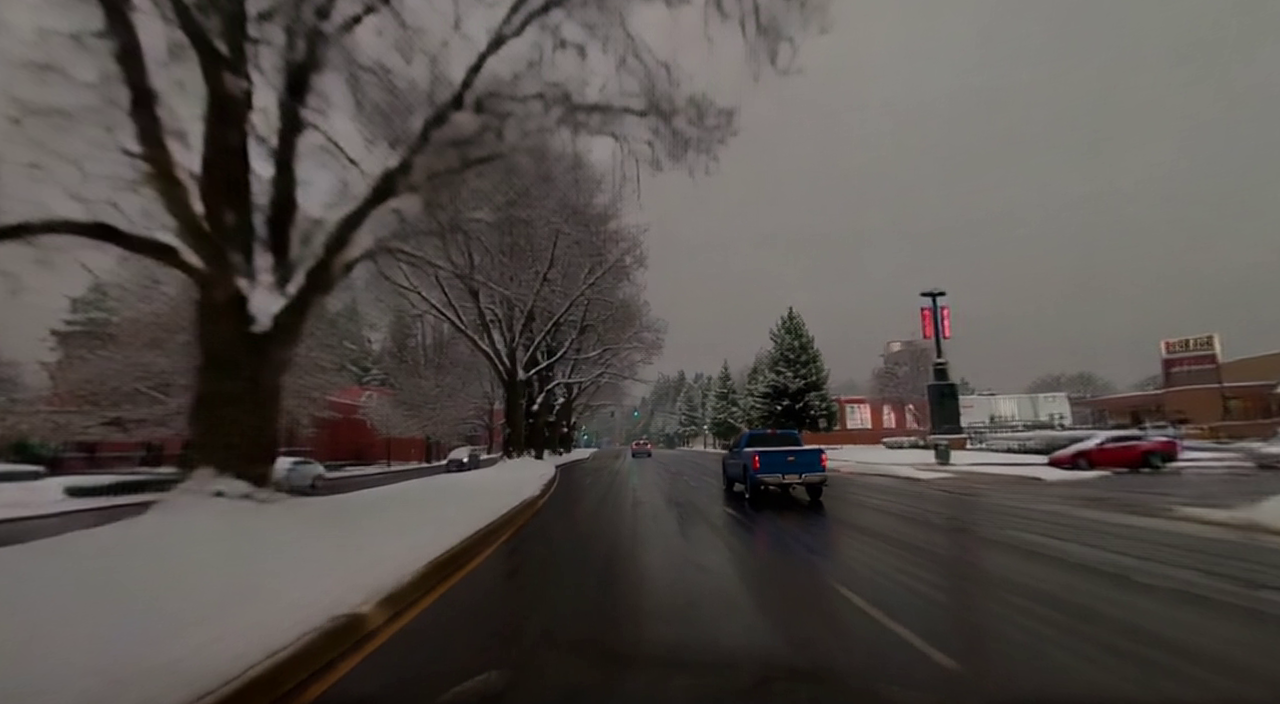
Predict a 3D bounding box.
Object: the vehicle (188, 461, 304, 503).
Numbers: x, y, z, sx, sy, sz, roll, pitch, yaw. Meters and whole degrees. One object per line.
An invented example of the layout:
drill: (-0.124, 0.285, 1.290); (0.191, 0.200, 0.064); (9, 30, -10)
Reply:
vehicle: (-16.300, 5.361, 26.454); (1.910, 1.468, 4.496); (0, -8, 1)

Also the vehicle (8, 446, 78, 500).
vehicle: (-30.340, 6.124, 32.146); (1.541, 2.550, 1.957); (-3, -9, 0)

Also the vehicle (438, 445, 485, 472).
vehicle: (-12.870, 7.719, 45.882); (2.126, 1.800, 4.925); (0, -8, -1)

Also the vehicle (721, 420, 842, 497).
vehicle: (3.725, 2.925, 17.797); (2.138, 1.836, 5.245); (0, -8, -1)

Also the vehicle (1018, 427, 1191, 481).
vehicle: (16.386, 3.609, 22.475); (4.554, 1.566, 1.925); (-3, -8, -1)
